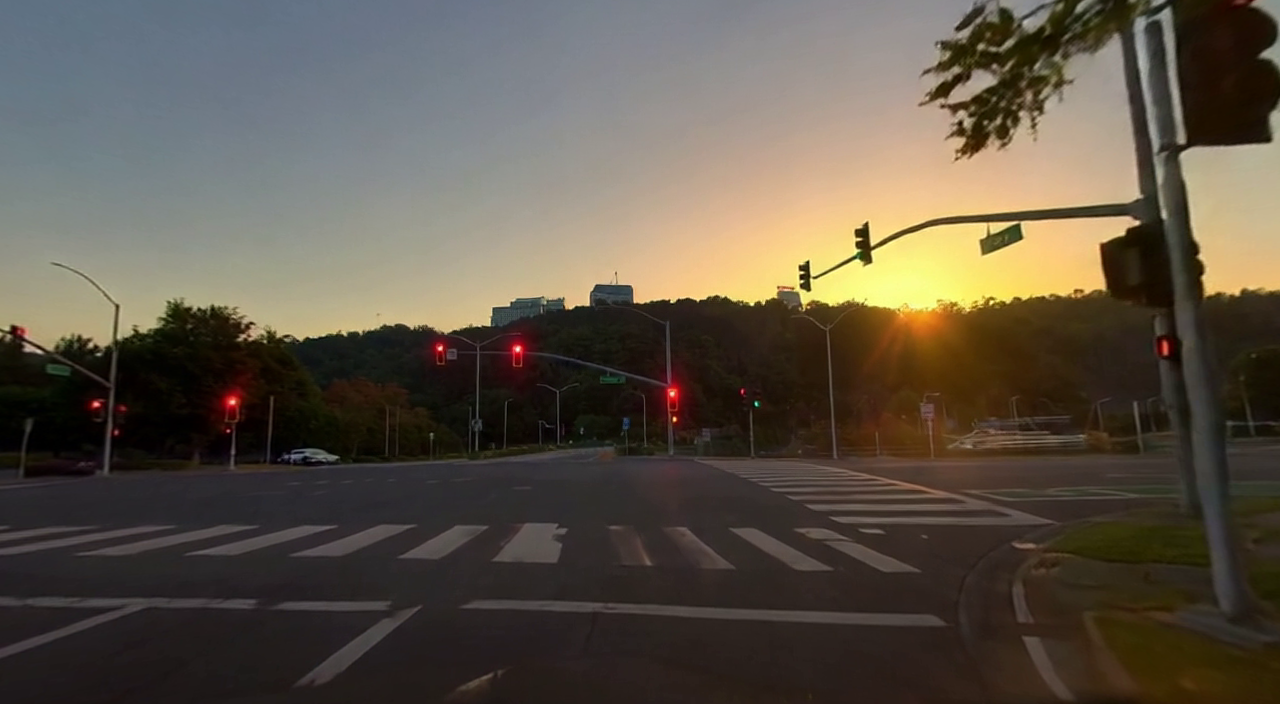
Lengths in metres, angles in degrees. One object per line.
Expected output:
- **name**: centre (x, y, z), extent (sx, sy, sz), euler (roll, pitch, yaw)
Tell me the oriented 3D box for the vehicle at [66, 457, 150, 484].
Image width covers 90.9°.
- **vehicle**: centre (-36.147, 8.042, 42.875), extent (4.241, 1.413, 1.673), euler (-3, -6, -1)
